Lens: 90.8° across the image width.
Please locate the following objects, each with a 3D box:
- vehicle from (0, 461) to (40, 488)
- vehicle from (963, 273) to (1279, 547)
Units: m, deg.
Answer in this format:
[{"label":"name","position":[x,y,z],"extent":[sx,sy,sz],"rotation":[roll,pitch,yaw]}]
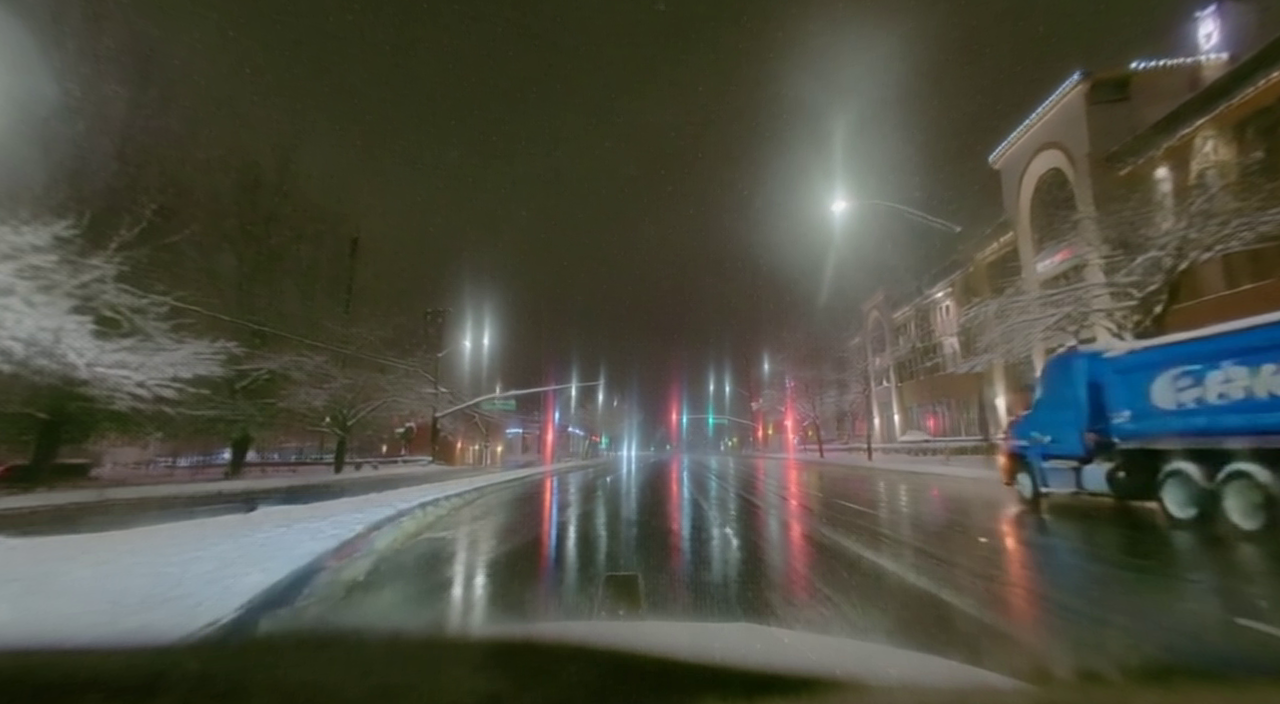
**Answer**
[{"label":"vehicle","position":[-49.014,9.380,48.546],"extent":[2.063,1.854,4.669],"rotation":[2,-9,-16]},{"label":"vehicle","position":[9.710,1.074,10.382],"extent":[2.946,3.506,10.682],"rotation":[0,-9,-1]}]
